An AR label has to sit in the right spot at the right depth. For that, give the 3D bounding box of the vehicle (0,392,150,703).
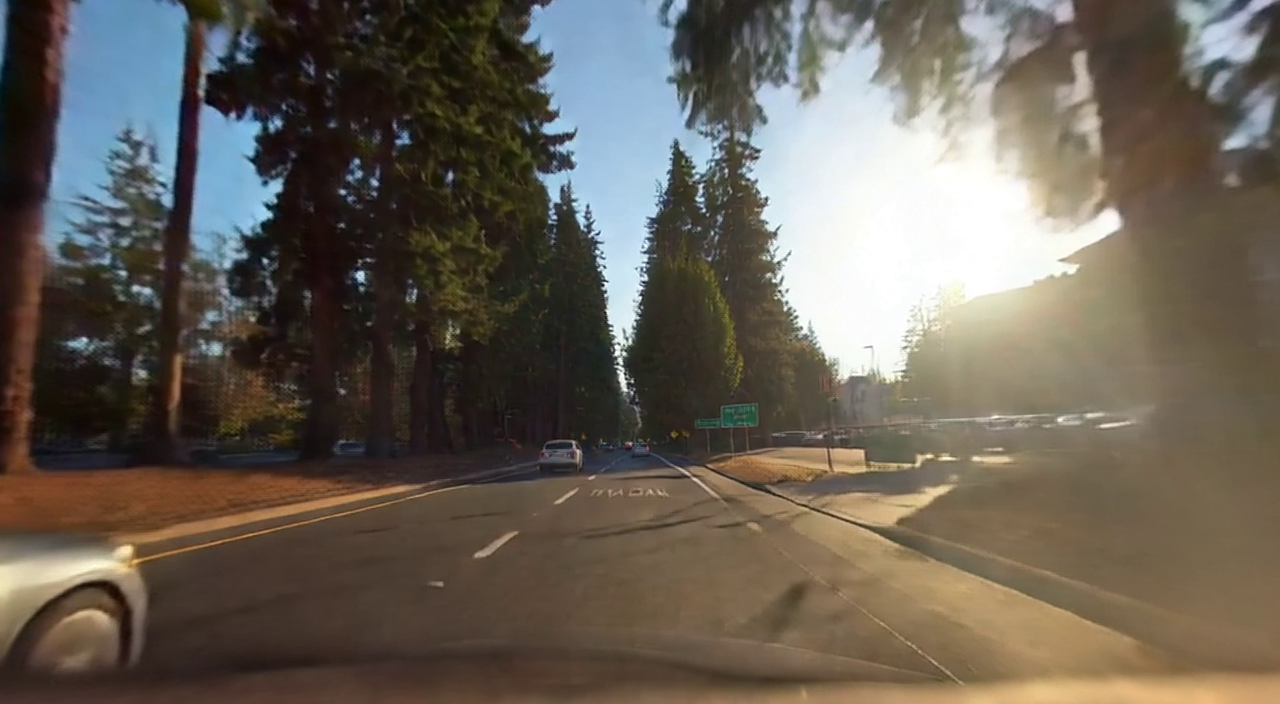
[{"bbox_3d":[-3.465,0.687,0.989,1.862,1.478,4.369,0,-8,0],"label":"vehicle"}]

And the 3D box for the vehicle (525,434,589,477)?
[{"bbox_3d":[-3.253,4.144,25.486,1.942,1.588,4.172,0,-8,1],"label":"vehicle"}]
